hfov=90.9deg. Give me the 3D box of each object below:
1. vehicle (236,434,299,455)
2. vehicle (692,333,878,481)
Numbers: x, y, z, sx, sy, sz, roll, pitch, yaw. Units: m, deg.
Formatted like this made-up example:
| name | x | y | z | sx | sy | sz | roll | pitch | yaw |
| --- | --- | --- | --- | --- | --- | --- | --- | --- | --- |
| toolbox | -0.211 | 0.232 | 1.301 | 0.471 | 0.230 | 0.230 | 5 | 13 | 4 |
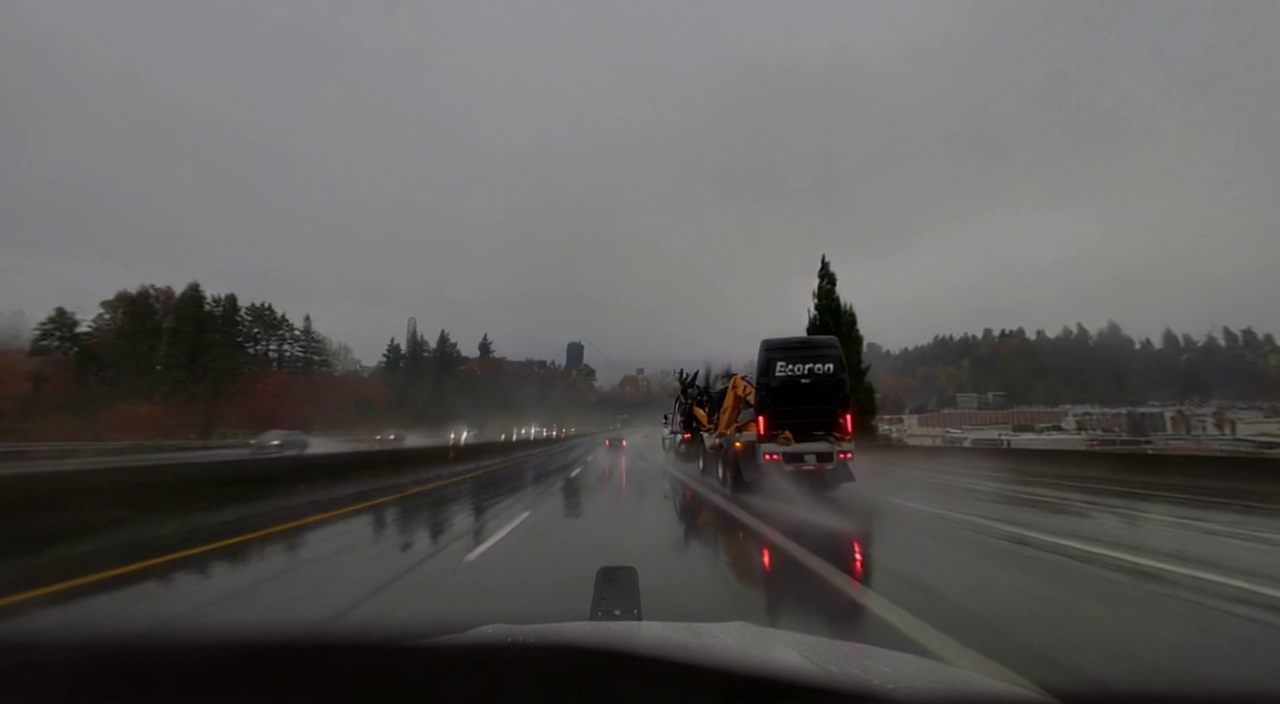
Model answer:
| name | x | y | z | sx | sy | sz | roll | pitch | yaw |
| --- | --- | --- | --- | --- | --- | --- | --- | --- | --- |
| vehicle | -26.651 | 6.630 | 45.220 | 1.939 | 1.438 | 4.486 | 1 | -8 | -3 |
| vehicle | 3.475 | 1.712 | 17.684 | 2.833 | 3.180 | 8.004 | 1 | -8 | -4 |
